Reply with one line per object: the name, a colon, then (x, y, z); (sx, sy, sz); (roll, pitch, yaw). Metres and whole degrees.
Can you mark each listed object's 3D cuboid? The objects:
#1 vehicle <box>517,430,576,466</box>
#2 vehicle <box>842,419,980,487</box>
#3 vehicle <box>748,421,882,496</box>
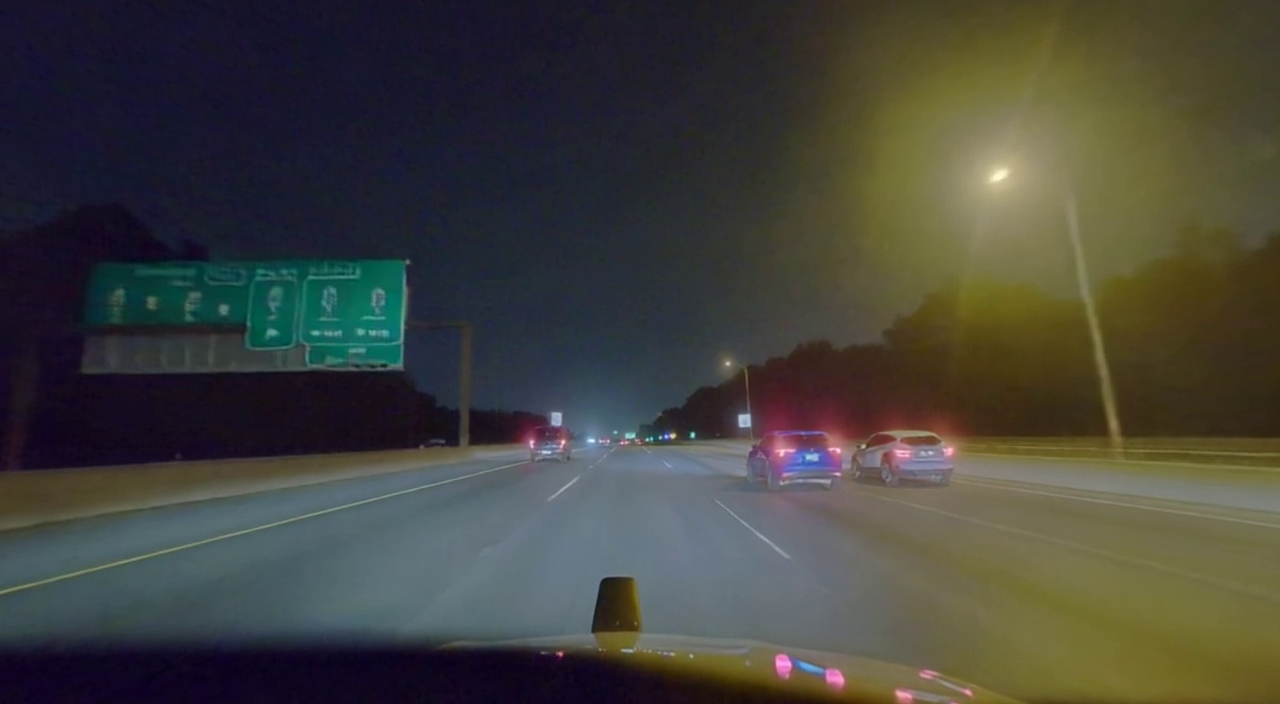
vehicle: (-3.999, 4.181, 27.617); (2.032, 1.465, 4.316); (0, -8, -1)
vehicle: (7.198, 2.703, 17.199); (1.956, 1.634, 3.935); (0, -8, -1)
vehicle: (4.039, 2.515, 15.329); (2.011, 1.576, 4.060); (0, -8, -1)
